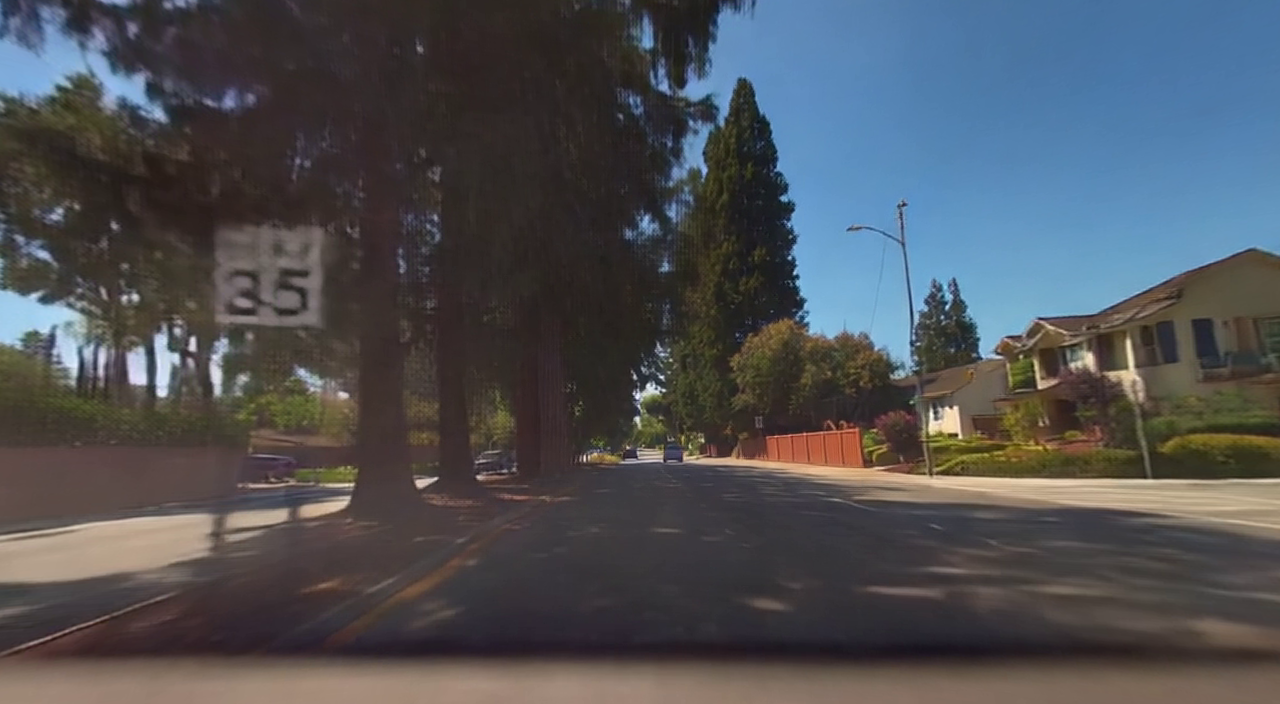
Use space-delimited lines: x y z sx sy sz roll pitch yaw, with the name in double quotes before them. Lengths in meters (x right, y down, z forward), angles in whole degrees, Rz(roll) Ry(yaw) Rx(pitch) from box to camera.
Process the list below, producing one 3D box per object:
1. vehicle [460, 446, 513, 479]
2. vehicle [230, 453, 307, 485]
"vehicle" -8.955 6.475 37.269 1.964 1.722 4.403 -2 -9 2
"vehicle" -21.704 6.821 37.140 1.860 1.663 4.418 0 -9 -1
